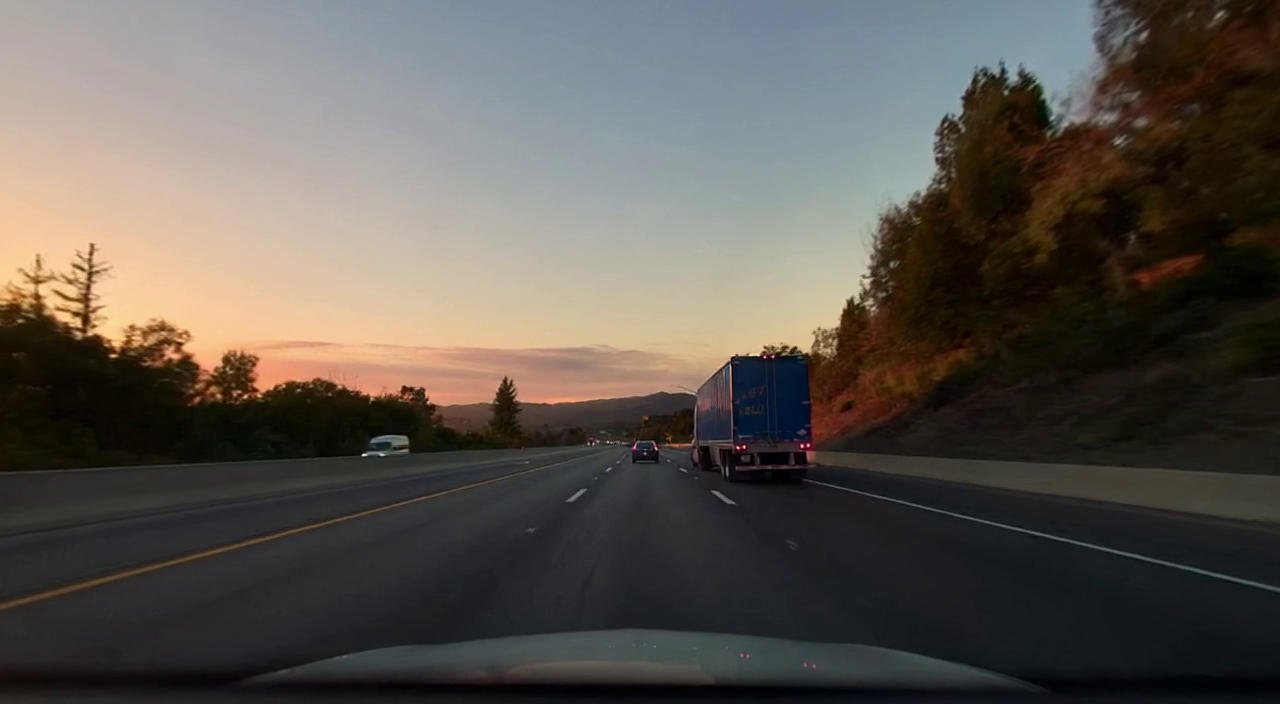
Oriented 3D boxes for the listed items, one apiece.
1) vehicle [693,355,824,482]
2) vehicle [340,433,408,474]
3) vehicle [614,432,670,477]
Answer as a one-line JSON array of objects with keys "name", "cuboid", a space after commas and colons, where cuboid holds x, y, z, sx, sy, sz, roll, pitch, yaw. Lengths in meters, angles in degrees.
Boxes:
[{"name": "vehicle", "cuboid": [4.474, 3.219, 28.070, 2.936, 4.125, 15.204, 0, -8, 0]}, {"name": "vehicle", "cuboid": [-17.816, 6.799, 42.474, 2.160, 2.514, 5.353, 0, -8, 1]}, {"name": "vehicle", "cuboid": [0.118, 4.160, 25.782, 2.111, 1.635, 4.177, 0, -8, 1]}]
